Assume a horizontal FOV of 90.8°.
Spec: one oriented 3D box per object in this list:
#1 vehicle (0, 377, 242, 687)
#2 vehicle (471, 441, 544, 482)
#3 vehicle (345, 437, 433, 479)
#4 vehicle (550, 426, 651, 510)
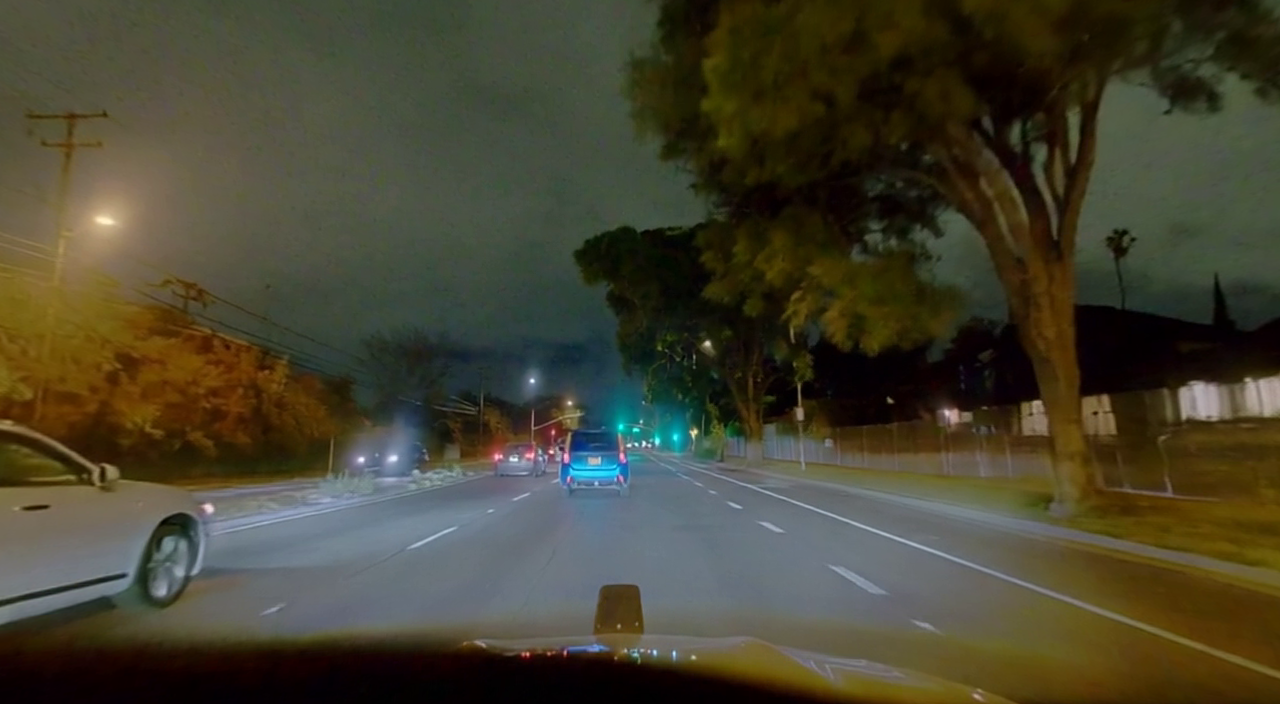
[{"bbox_3d":[-4.719,0.977,3.299,2.243,1.722,4.621,0,-8,0],"label":"vehicle"},{"bbox_3d":[-5.311,4.446,25.980,2.014,1.493,4.658,0,-8,0],"label":"vehicle"},{"bbox_3d":[-11.558,4.906,29.526,2.131,1.798,4.902,0,-8,0],"label":"vehicle"},{"bbox_3d":[-0.867,2.776,15.599,2.131,1.761,4.242,0,-8,-1],"label":"vehicle"}]
